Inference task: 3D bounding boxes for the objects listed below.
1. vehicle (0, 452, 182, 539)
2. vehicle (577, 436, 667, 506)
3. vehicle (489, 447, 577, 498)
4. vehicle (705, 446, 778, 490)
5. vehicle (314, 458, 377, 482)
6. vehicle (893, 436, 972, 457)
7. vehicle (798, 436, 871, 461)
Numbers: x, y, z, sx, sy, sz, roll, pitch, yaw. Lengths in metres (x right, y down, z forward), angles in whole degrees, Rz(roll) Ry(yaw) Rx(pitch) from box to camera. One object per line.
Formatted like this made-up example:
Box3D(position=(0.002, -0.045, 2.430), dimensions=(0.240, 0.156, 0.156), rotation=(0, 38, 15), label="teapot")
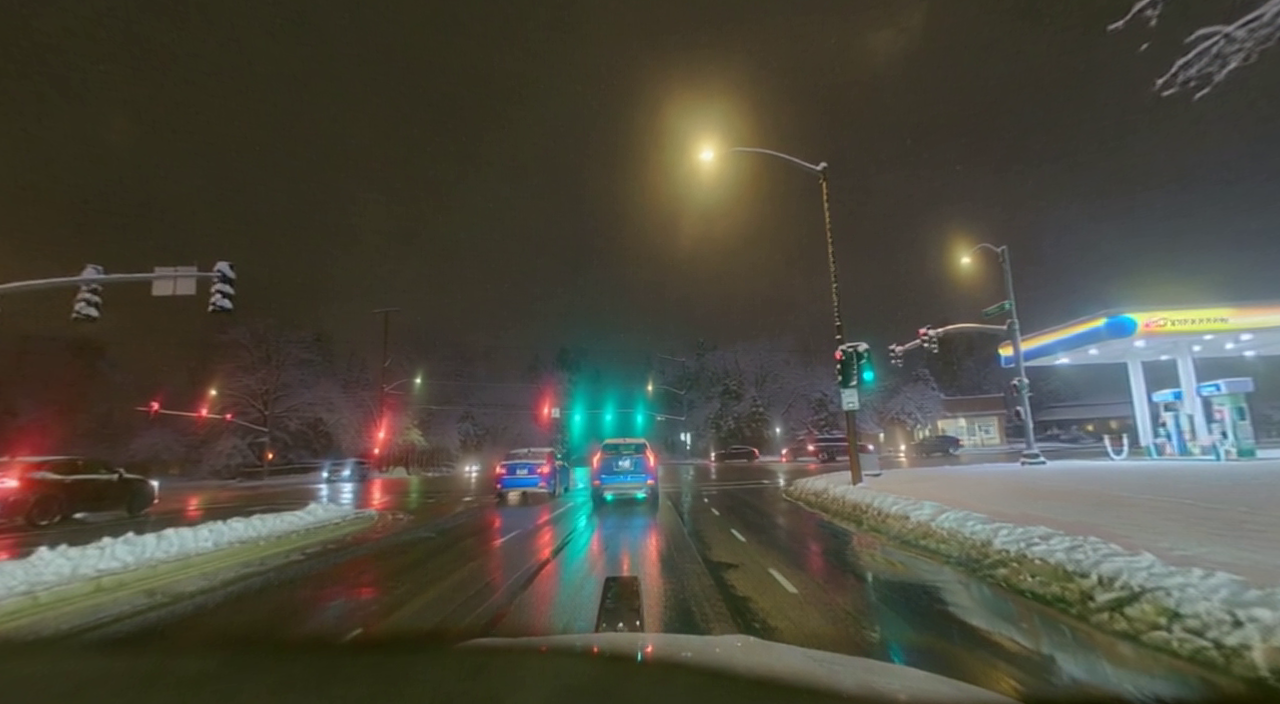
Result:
Box3D(position=(-13.451, 3.181, 14.716), dimensions=(1.995, 1.626, 4.592), rotation=(0, -8, 2), label="vehicle")
Box3D(position=(-0.403, 3.253, 17.757), dimensions=(2.210, 1.722, 4.215), rotation=(0, -8, 1), label="vehicle")
Box3D(position=(-3.372, 3.897, 20.870), dimensions=(2.003, 1.492, 4.291), rotation=(0, -8, 2), label="vehicle")
Box3D(position=(3.902, 4.275, 23.664), dimensions=(1.976, 1.462, 4.342), rotation=(-3, -9, 18), label="vehicle")
Box3D(position=(-20.831, 8.372, 44.929), dimensions=(1.949, 1.480, 4.932), rotation=(0, -8, 2), label="vehicle")
Box3D(position=(20.699, 6.686, 44.826), dimensions=(4.700, 1.417, 1.789), rotation=(0, -8, 2), label="vehicle")
Box3D(position=(13.828, 6.899, 45.107), dimensions=(4.524, 1.681, 1.823), rotation=(0, -8, 0), label="vehicle")
